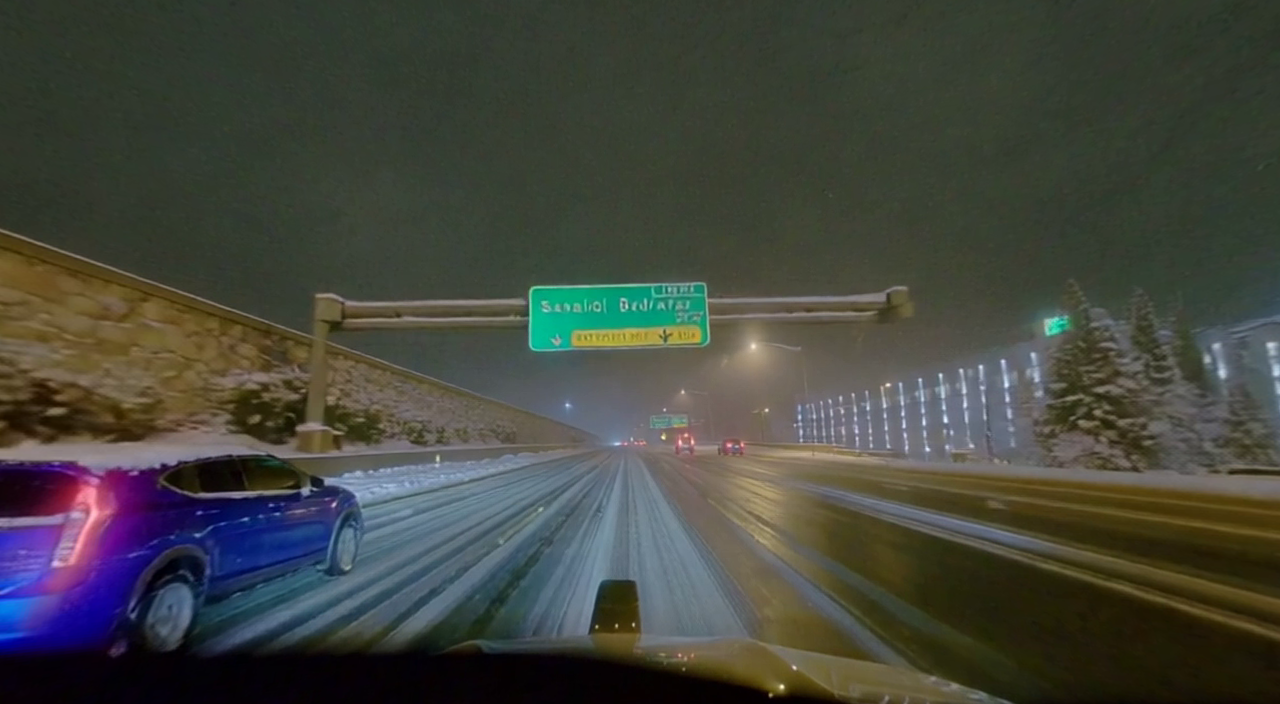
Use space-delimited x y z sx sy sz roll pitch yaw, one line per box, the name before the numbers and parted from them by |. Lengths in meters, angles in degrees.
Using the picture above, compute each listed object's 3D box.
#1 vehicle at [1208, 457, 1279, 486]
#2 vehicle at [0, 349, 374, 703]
vehicle | 34.912 6.623 35.136 4.802 1.499 1.848 0 -8 0
vehicle | -3.840 1.066 4.451 2.070 1.641 4.315 0 -8 -1
